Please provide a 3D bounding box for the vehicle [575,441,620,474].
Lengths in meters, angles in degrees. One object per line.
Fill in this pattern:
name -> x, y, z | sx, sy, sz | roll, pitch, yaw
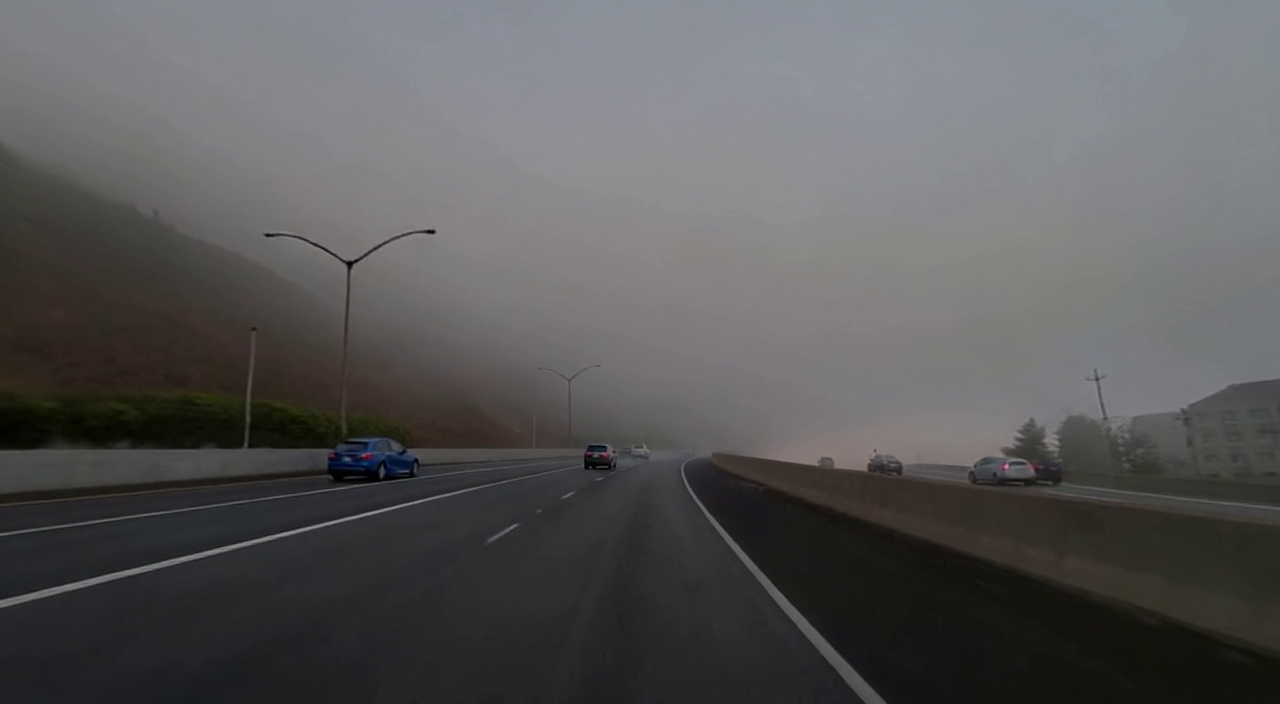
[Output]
vehicle -> -2.421, 6.152, 36.968 | 2.028, 1.782, 4.150 | -1, -8, 4

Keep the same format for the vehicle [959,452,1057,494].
vehicle -> 15.517, 5.095, 26.897 | 1.786, 1.559, 4.496 | -1, -8, 6

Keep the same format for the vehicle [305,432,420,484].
vehicle -> -10.285, 3.958, 23.850 | 2.039, 1.746, 4.528 | -1, -8, 3
